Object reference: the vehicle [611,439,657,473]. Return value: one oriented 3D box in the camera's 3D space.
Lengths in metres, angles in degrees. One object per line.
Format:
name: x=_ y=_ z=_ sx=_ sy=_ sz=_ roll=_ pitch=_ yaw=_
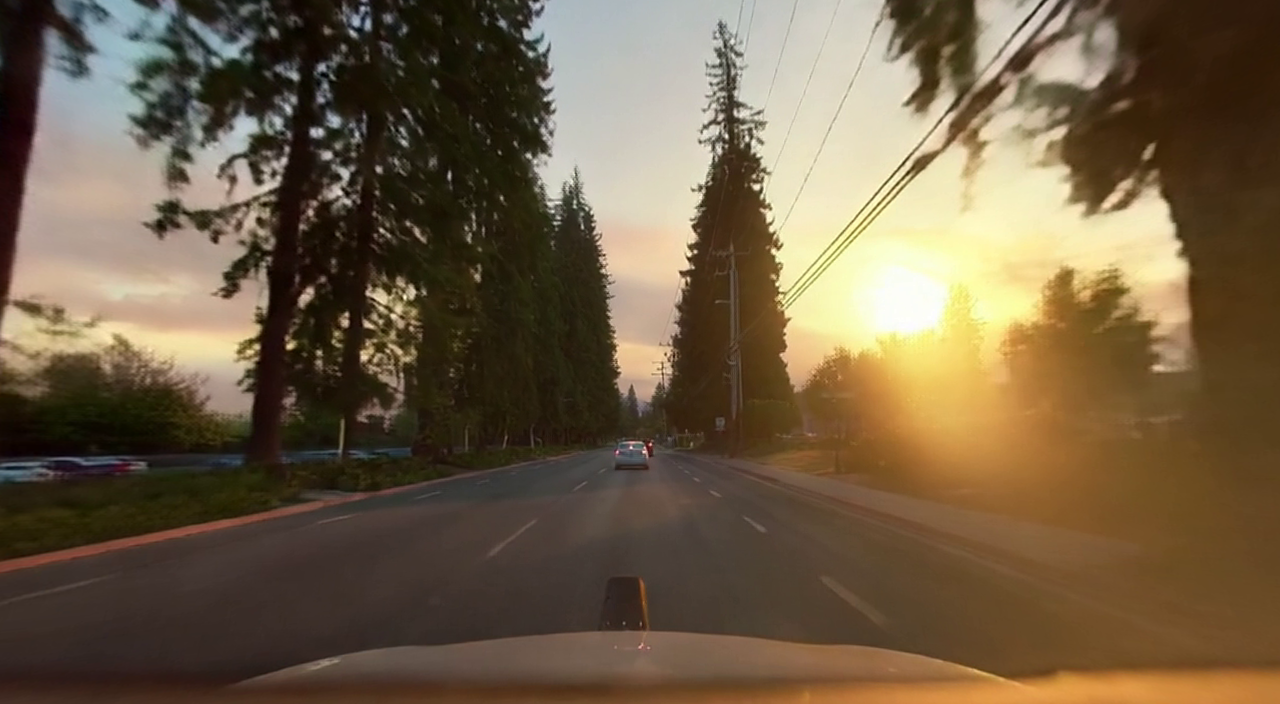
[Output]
vehicle: x=-0.275 y=4.875 z=29.598 sx=1.991 sy=1.463 sz=3.988 roll=0 pitch=-9 yaw=0
